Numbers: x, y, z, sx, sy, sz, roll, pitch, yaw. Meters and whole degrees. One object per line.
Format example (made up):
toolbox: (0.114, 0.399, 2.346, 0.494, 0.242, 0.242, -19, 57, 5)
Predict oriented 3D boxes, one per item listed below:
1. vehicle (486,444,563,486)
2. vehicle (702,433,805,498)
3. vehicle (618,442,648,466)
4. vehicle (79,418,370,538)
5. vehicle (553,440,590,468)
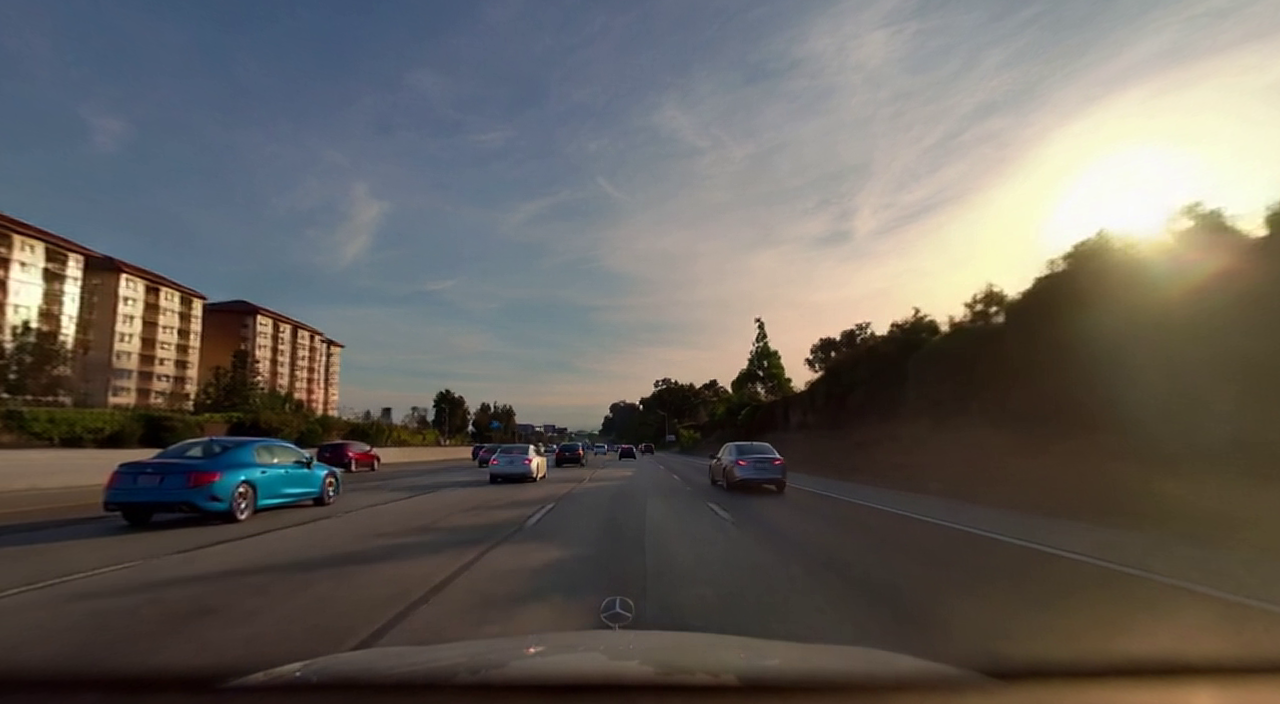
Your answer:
vehicle: (-4.238, 4.229, 23.999, 2.124, 1.426, 4.444, 0, -8, -1)
vehicle: (3.158, 3.258, 18.604, 2.061, 1.658, 4.417, 0, -8, -2)
vehicle: (-0.521, 7.305, 45.465, 2.053, 1.650, 3.945, 0, -9, -1)
vehicle: (-7.326, 2.268, 12.059, 2.086, 1.776, 5.080, 0, -9, 0)
vehicle: (-4.564, 6.840, 42.574, 2.044, 1.774, 4.329, 0, -9, 0)
